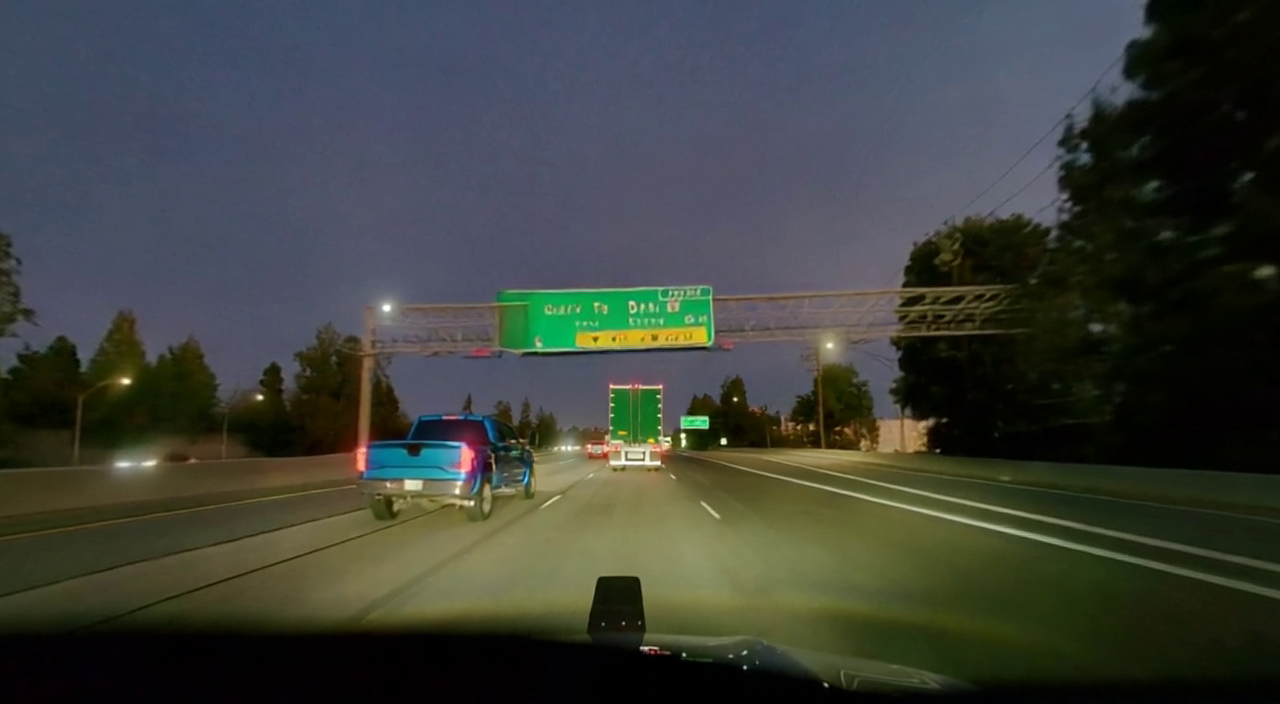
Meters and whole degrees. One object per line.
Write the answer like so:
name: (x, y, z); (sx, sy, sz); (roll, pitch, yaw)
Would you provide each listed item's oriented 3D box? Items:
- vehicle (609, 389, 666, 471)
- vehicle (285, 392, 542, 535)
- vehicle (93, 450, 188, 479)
vehicle: (-0.095, 4.875, 38.433); (2.879, 4.085, 13.125); (0, -8, 0)
vehicle: (-3.937, 2.152, 12.846); (2.749, 2.141, 6.515); (0, -8, 1)
vehicle: (-29.534, 6.646, 37.475); (1.876, 1.519, 4.652); (0, -8, -1)
